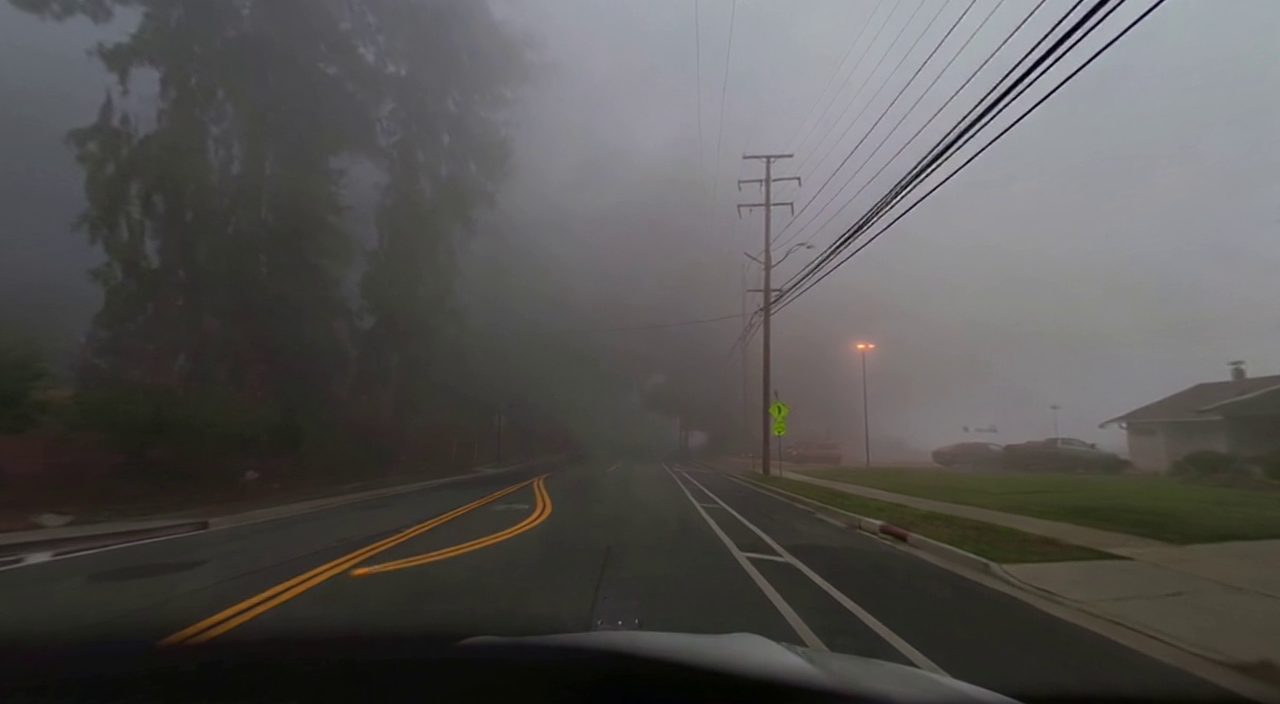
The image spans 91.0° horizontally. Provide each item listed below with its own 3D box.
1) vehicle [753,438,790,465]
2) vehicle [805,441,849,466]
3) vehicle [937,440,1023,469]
[{"bbox_3d":[10.242,7.806,49.294,1.912,1.953,4.651,0,-9,0],"label":"vehicle"},{"bbox_3d":[13.518,7.372,45.699,1.935,1.683,4.669,0,-9,2],"label":"vehicle"},{"bbox_3d":[21.033,6.325,39.067,3.943,1.664,2.391,0,-8,-1],"label":"vehicle"}]
